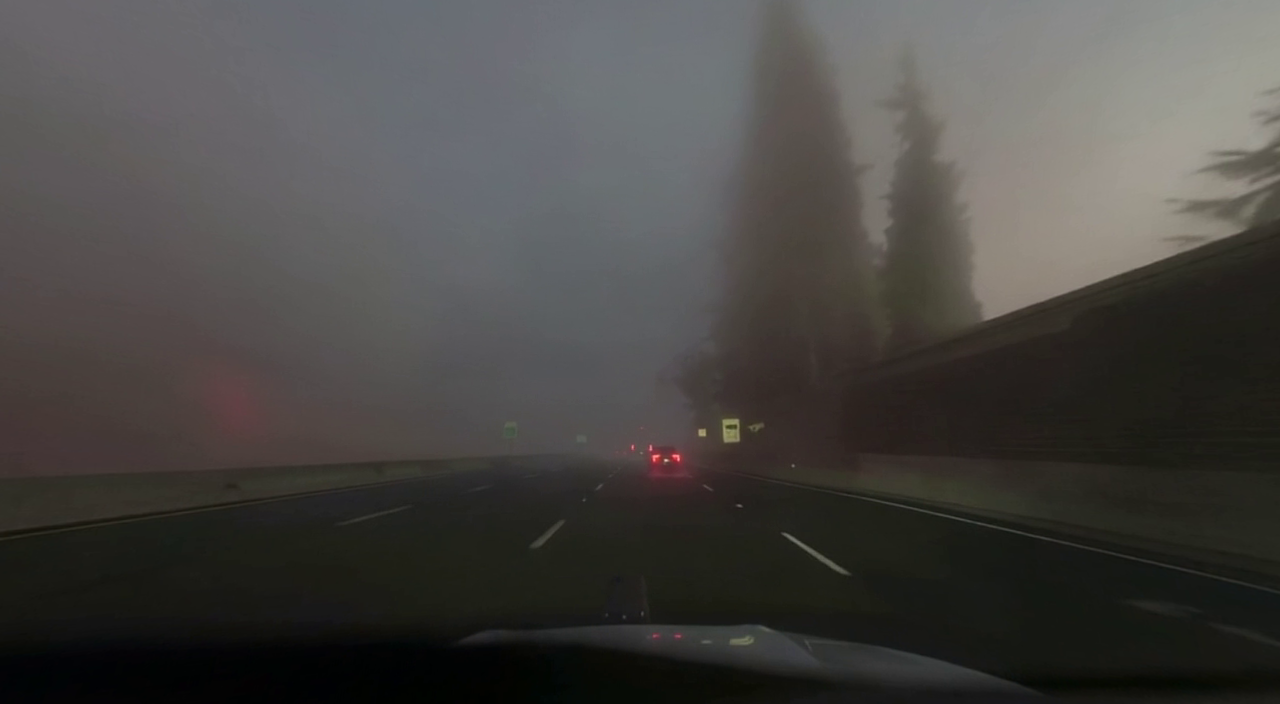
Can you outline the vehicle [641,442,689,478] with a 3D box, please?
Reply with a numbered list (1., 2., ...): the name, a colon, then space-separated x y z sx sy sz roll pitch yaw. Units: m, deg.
1. vehicle: 1.088 5.023 29.415 1.973 1.536 4.337 0 -9 -1
